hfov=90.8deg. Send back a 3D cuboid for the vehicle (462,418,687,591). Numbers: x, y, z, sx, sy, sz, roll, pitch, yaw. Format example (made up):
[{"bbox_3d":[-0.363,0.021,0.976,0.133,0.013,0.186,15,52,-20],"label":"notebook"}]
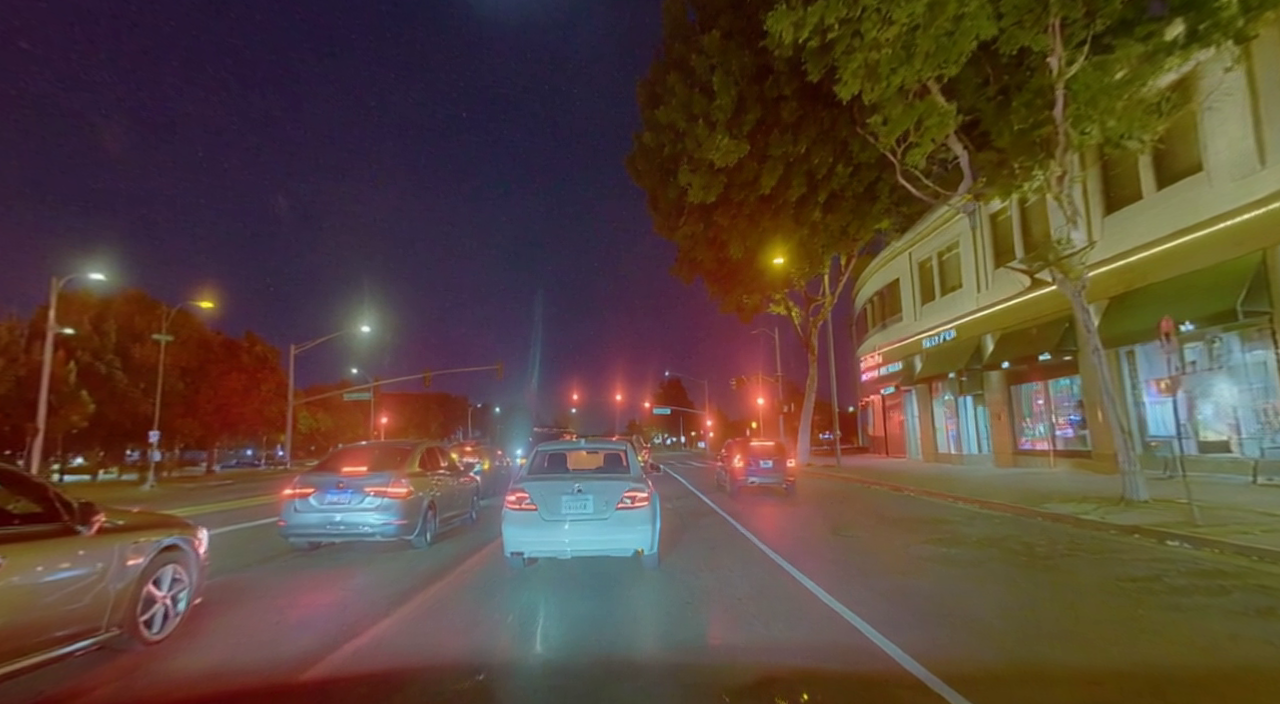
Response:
[{"bbox_3d":[-0.633,1.689,7.792,2.042,1.555,3.912,0,-9,-1],"label":"vehicle"}]

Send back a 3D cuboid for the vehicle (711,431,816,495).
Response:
[{"bbox_3d":[3.497,3.255,18.838,2.097,1.651,4.300,0,-9,-2],"label":"vehicle"}]

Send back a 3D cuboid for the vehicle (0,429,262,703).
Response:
[{"bbox_3d":[-4.185,1.096,2.970,2.020,1.457,4.496,0,-9,0],"label":"vehicle"}]

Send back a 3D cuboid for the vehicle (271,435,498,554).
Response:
[{"bbox_3d":[-3.735,2.135,10.194,1.950,1.487,4.130,0,-9,0],"label":"vehicle"}]
